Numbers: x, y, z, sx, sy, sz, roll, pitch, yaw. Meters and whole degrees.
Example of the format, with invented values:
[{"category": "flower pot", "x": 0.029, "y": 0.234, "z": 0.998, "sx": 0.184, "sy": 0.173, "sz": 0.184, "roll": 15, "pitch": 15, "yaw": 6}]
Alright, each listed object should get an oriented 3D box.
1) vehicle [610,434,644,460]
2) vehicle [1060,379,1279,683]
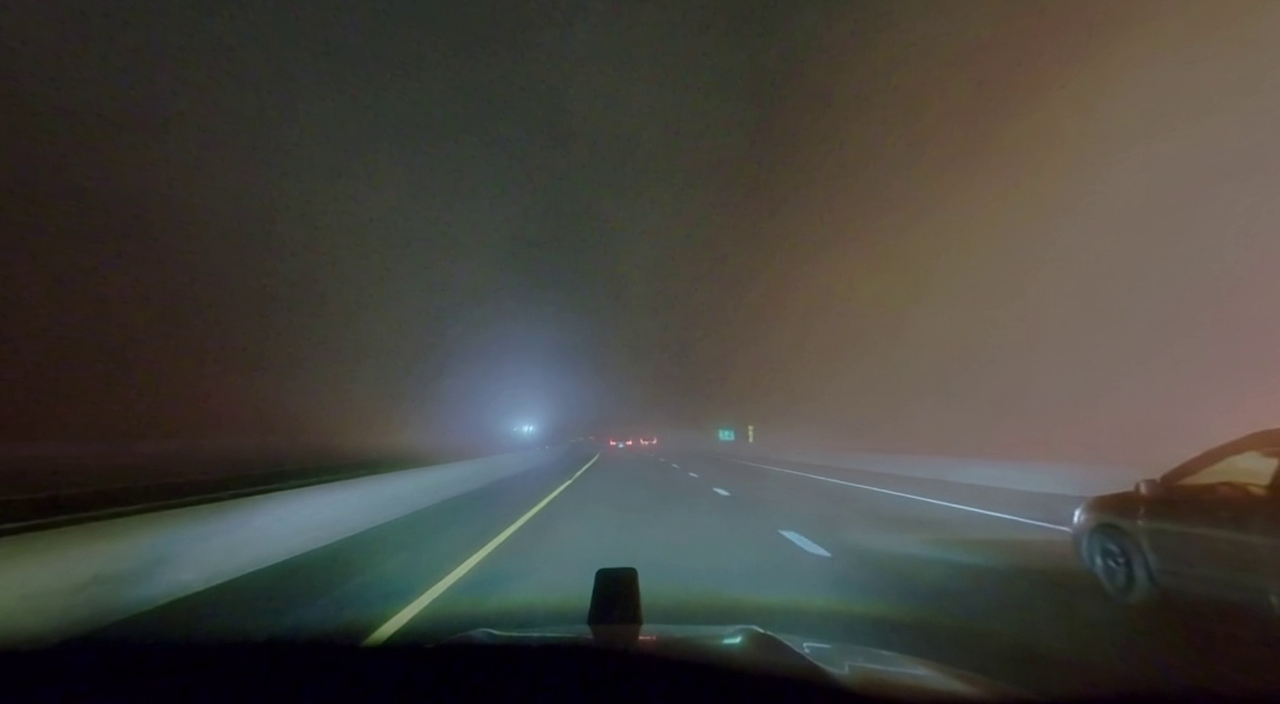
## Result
[{"category": "vehicle", "x": -0.836, "y": 5.843, "z": 38.776, "sx": 1.998, "sy": 1.512, "sz": 3.735, "roll": 0, "pitch": -8, "yaw": -3}, {"category": "vehicle", "x": 4.145, "y": 0.858, "z": 2.861, "sx": 1.852, "sy": 1.513, "sz": 3.652, "roll": 0, "pitch": -8, "yaw": -1}]
